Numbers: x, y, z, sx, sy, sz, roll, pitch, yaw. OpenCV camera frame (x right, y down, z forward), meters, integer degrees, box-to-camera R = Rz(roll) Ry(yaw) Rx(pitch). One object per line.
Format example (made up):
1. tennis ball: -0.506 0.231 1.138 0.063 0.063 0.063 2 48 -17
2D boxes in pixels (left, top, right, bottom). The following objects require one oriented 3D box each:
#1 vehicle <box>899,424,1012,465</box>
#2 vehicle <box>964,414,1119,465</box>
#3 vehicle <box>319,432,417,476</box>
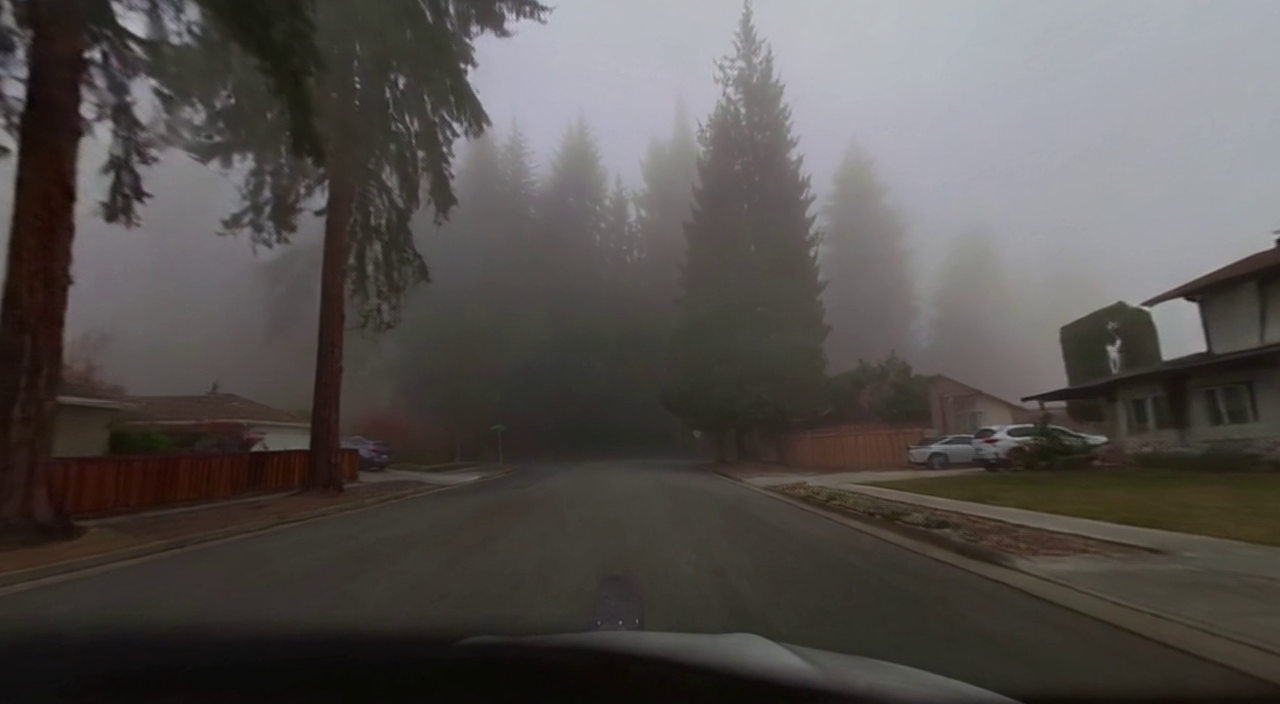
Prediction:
1. vehicle: 13.043 3.859 26.379 3.780 1.601 2.025 -2 -9 13
2. vehicle: 14.345 3.183 22.880 4.261 1.725 1.955 -2 -9 17
3. vehicle: -12.597 4.668 29.157 4.656 1.835 2.039 -6 -11 37
